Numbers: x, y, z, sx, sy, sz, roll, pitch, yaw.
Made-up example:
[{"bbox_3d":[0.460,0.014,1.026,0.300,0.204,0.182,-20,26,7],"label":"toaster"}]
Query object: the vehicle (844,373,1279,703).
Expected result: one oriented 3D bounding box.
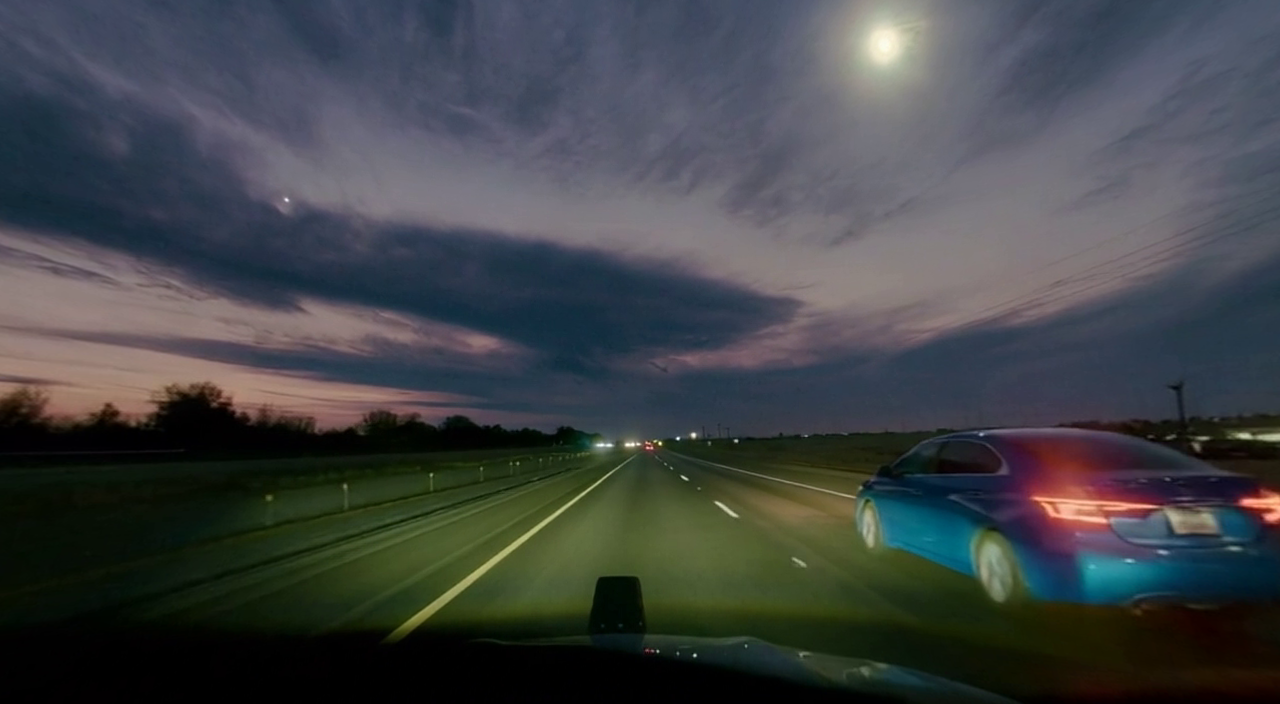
[{"bbox_3d":[3.598,1.270,5.510,2.044,1.658,4.640,0,-8,0],"label":"vehicle"}]
